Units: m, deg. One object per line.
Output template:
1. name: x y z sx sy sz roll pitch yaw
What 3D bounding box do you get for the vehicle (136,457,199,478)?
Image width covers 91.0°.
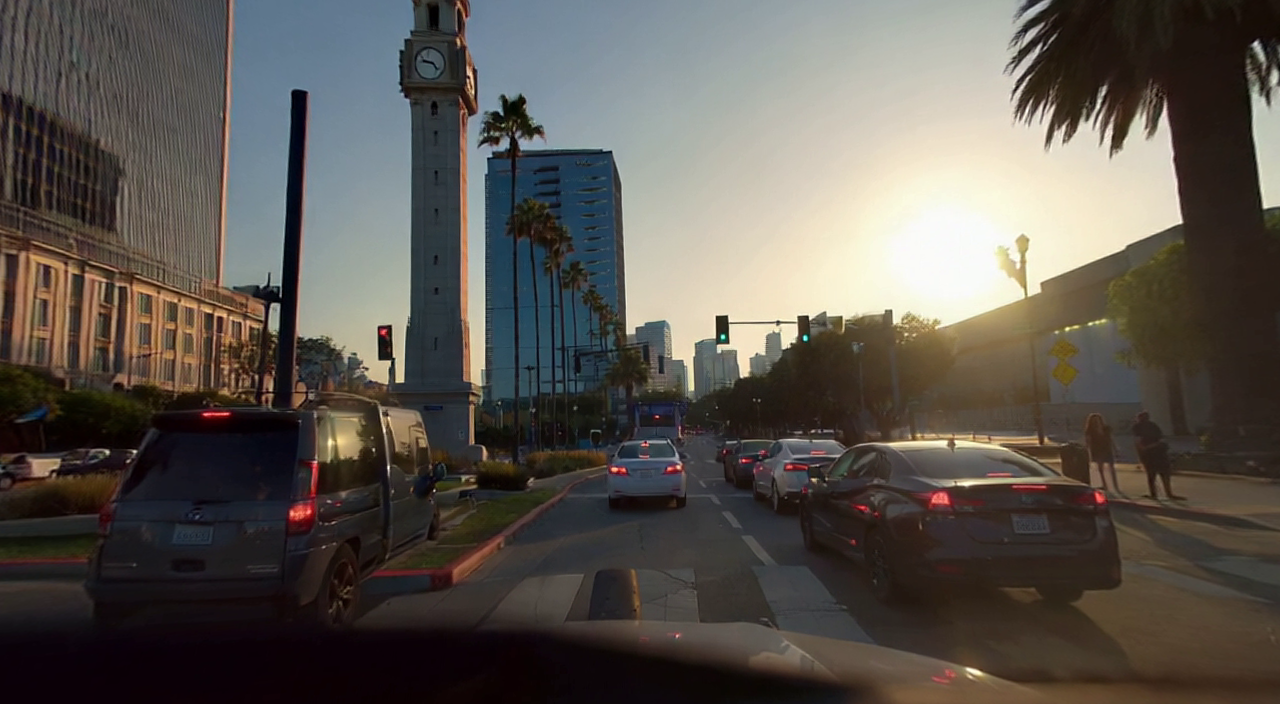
1. vehicle: -36.823 8.991 49.221 1.700 1.527 4.445 1 -9 -4

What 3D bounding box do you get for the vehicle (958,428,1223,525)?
1. vehicle: 8.174 2.278 12.055 1.859 1.508 4.259 0 -9 -1

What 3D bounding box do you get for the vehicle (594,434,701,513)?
1. vehicle: 0.179 2.618 14.003 2.048 1.503 3.681 0 -9 1

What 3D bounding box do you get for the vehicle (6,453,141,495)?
1. vehicle: -26.693 5.721 29.961 2.105 1.793 4.812 0 -9 -3

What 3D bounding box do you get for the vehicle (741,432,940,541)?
1. vehicle: 3.093 2.165 10.838 1.913 1.469 4.425 0 -9 -1
